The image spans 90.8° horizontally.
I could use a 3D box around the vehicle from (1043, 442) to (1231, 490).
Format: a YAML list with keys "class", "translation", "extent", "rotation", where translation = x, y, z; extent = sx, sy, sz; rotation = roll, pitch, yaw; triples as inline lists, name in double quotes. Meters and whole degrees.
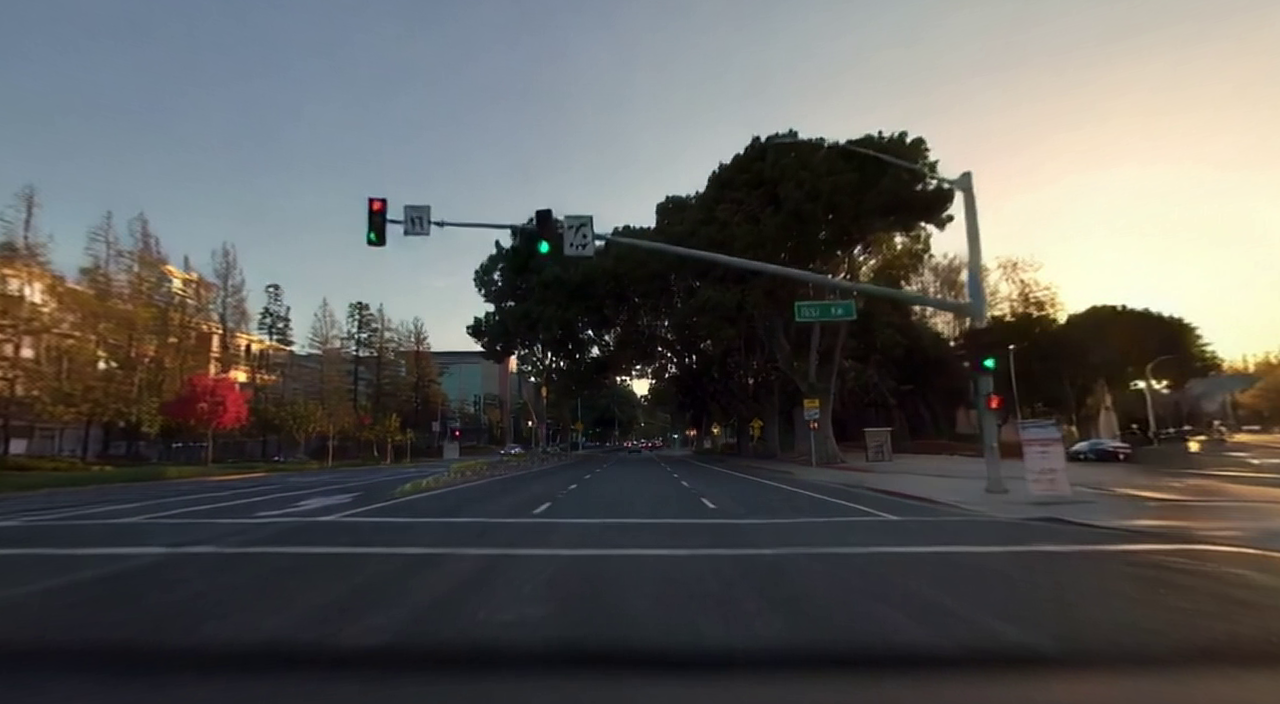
- class: "vehicle"
  translation: [16.067, 3.692, 20.612]
  extent: [4.483, 1.452, 1.924]
  rotation: [0, -8, 0]
